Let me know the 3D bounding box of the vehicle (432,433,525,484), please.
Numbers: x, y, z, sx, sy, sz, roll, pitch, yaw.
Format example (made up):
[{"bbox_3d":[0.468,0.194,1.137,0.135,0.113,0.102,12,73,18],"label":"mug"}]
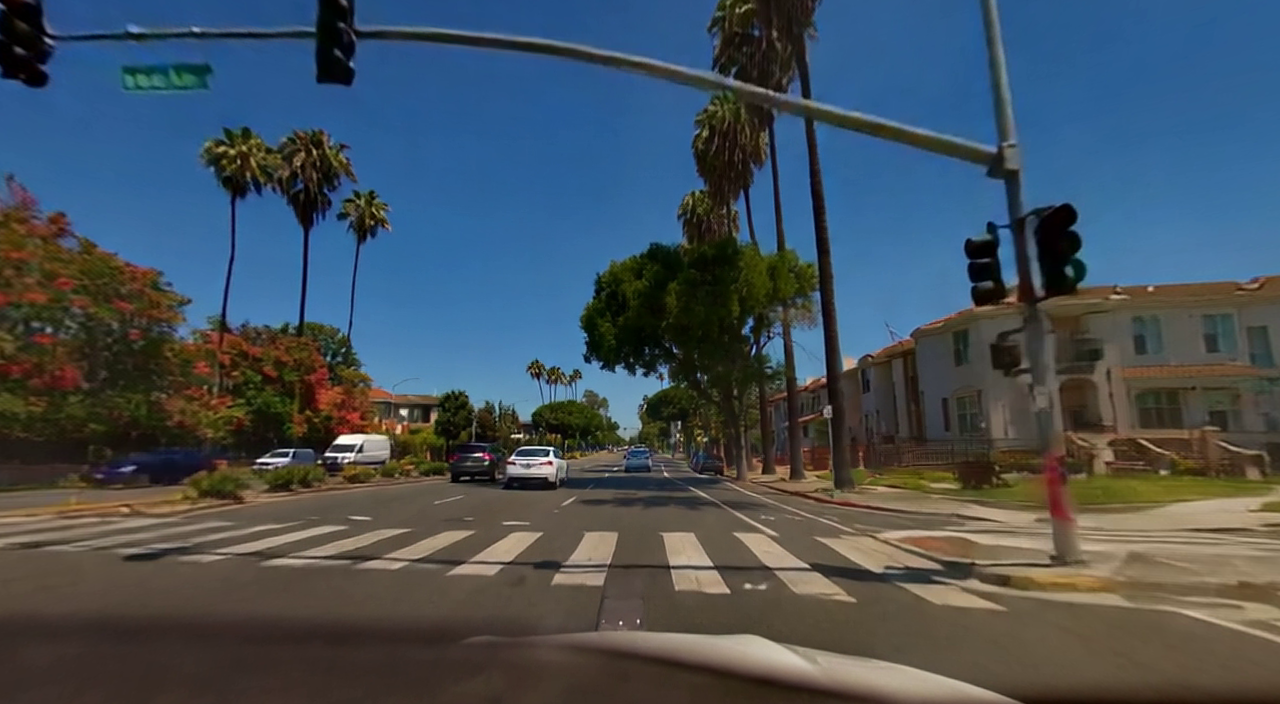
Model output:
[{"bbox_3d":[-7.139,4.825,28.790,2.457,2.010,6.330,0,-9,1],"label":"vehicle"}]

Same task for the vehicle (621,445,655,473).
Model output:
[{"bbox_3d":[-0.129,7.582,44.793,2.280,1.803,4.240,1,-9,-1],"label":"vehicle"}]

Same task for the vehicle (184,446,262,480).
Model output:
[{"bbox_3d":[-25.496,6.769,38.701,2.096,1.778,3.972,-4,-8,1],"label":"vehicle"}]

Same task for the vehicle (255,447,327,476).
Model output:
[{"bbox_3d":[-25.444,7.967,46.149,2.116,1.947,5.507,0,-9,-1],"label":"vehicle"}]

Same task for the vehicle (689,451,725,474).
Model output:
[{"bbox_3d":[4.872,8.115,46.424,1.994,1.507,4.173,1,-9,-3],"label":"vehicle"}]

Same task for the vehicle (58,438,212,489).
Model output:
[{"bbox_3d":[-18.261,4.054,23.113,2.064,1.670,4.242,0,-9,0],"label":"vehicle"}]

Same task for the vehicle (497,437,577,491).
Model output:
[{"bbox_3d":[-3.774,4.210,23.933,2.116,1.806,4.516,0,-9,2],"label":"vehicle"}]

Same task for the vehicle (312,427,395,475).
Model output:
[{"bbox_3d":[-17.808,6.197,39.570,2.331,2.714,5.872,0,-9,1],"label":"vehicle"}]
